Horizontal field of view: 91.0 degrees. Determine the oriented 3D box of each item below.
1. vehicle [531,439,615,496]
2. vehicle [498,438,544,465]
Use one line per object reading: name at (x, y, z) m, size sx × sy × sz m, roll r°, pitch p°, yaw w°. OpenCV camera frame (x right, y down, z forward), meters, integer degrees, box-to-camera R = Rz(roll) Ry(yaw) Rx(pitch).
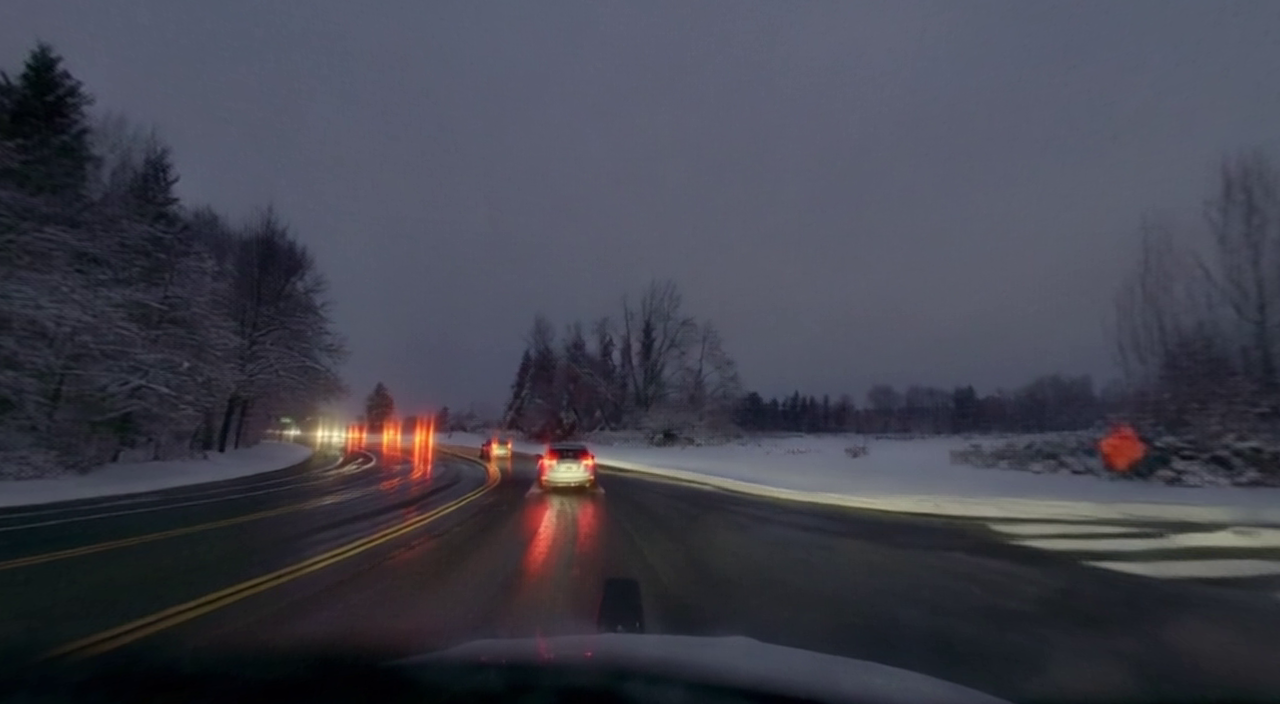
vehicle at (-2.147, 3.474, 19.353) m, size 2.296 × 1.510 × 4.068 m, roll 1°, pitch -9°, yaw -9°
vehicle at (-7.226, 5.971, 37.876) m, size 2.080 × 1.530 × 3.719 m, roll 3°, pitch -9°, yaw -20°
